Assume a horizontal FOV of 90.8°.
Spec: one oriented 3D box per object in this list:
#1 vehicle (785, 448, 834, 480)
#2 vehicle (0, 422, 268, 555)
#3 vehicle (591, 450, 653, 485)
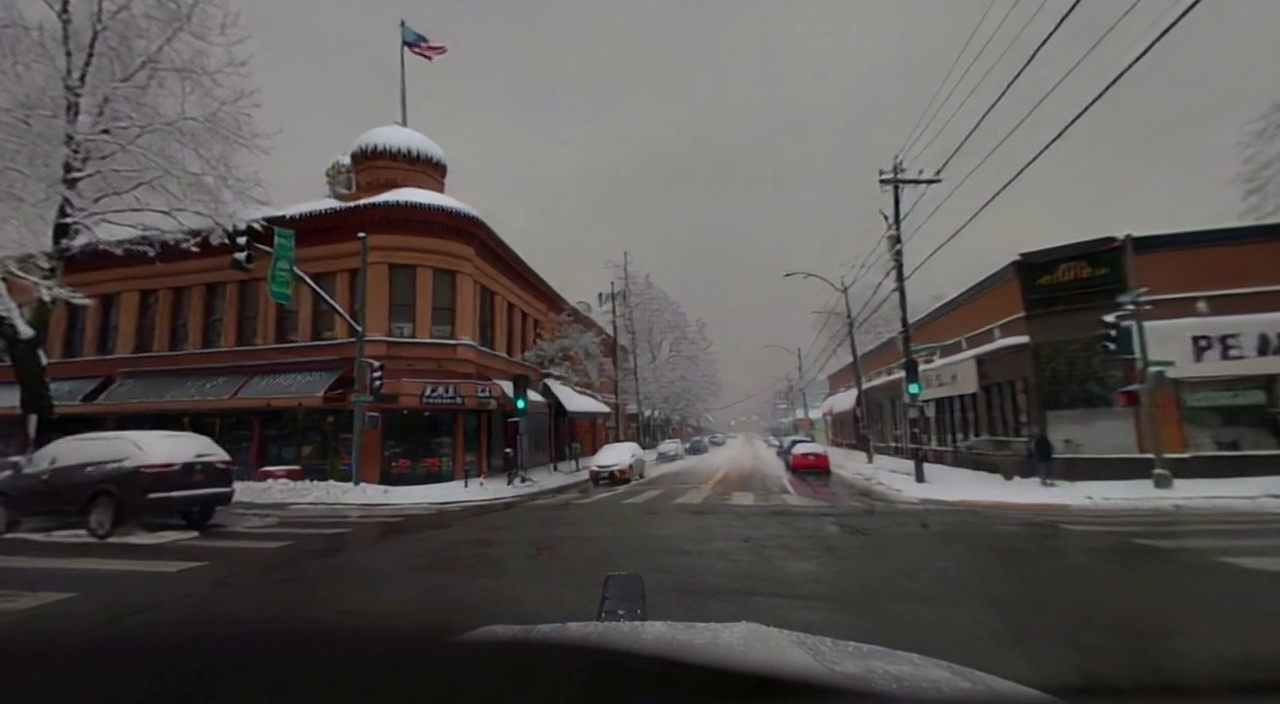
[{"bbox_3d":[8.689,5.742,32.669,2.062,1.526,3.989,-2,-8,10],"label":"vehicle"},{"bbox_3d":[-9.308,2.268,11.243,4.611,1.882,2.440,-5,-9,27],"label":"vehicle"},{"bbox_3d":[-0.836,5.895,32.474,2.179,1.596,4.286,-2,-8,12],"label":"vehicle"}]
